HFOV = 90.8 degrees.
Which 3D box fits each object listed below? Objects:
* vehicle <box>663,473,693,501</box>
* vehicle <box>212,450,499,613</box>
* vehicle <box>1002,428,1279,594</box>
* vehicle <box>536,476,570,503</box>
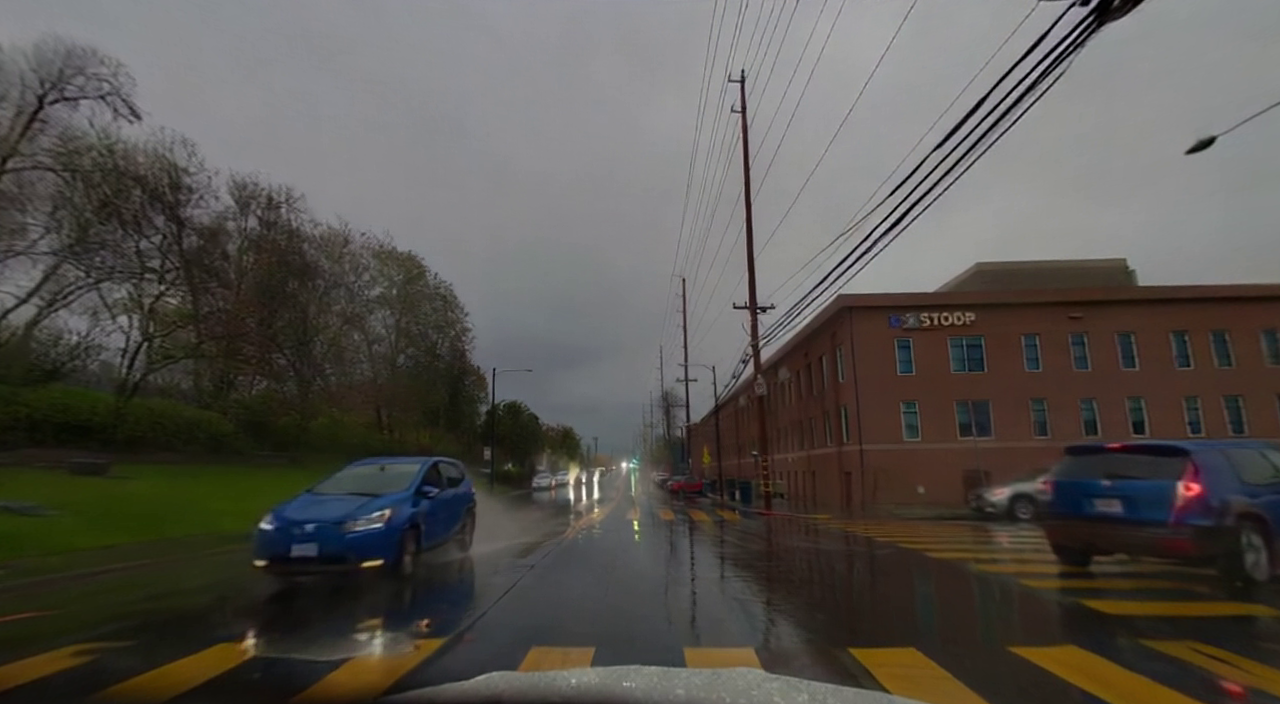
[{"bbox_3d":[2.822,10.165,47.850,1.953,1.774,5.008,0,-8,-1],"label":"vehicle"},{"bbox_3d":[-3.288,2.105,8.371,1.911,1.563,4.057,0,-8,0],"label":"vehicle"},{"bbox_3d":[7.913,2.016,8.872,4.872,1.789,2.214,3,-9,-21],"label":"vehicle"},{"bbox_3d":[-6.631,10.512,48.438,1.913,1.682,4.365,0,-8,1],"label":"vehicle"}]
